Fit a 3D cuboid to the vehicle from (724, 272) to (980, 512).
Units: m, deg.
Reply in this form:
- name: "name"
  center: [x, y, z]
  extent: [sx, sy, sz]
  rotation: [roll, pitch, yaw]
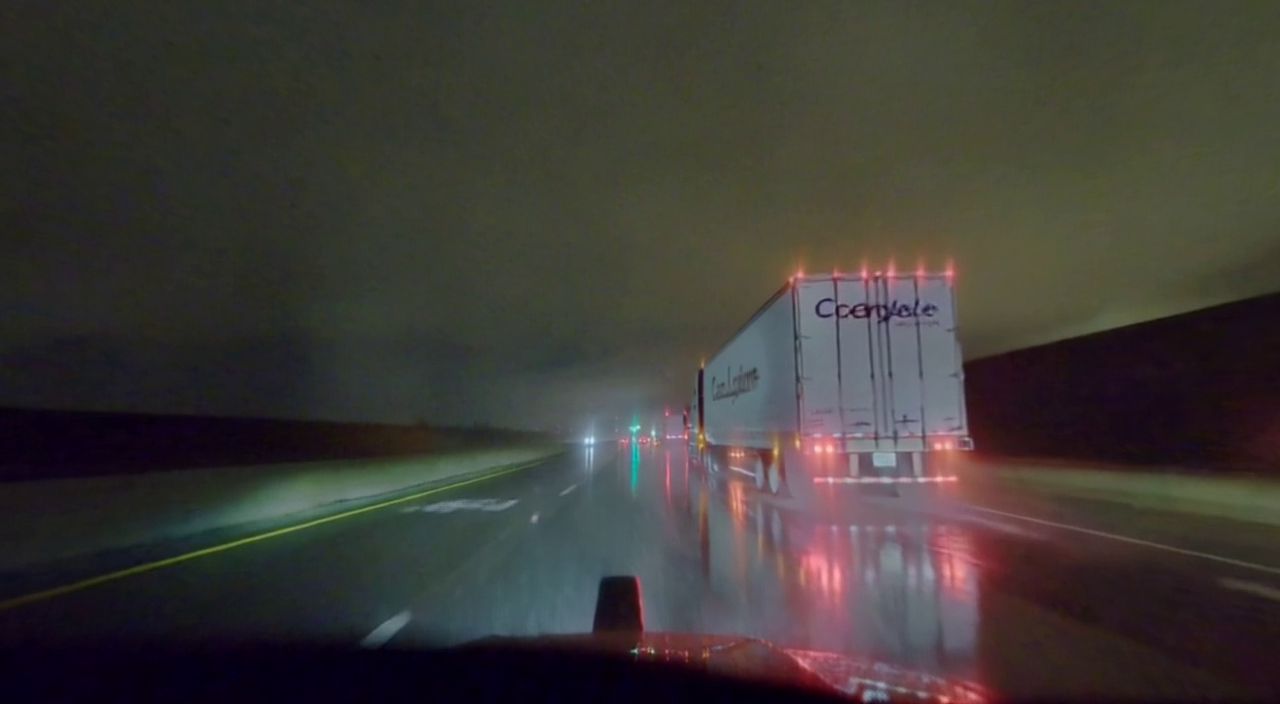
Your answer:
- name: "vehicle"
  center: [4.042, 1.239, 14.788]
  extent: [2.840, 3.947, 8.920]
  rotation: [0, -8, 0]
